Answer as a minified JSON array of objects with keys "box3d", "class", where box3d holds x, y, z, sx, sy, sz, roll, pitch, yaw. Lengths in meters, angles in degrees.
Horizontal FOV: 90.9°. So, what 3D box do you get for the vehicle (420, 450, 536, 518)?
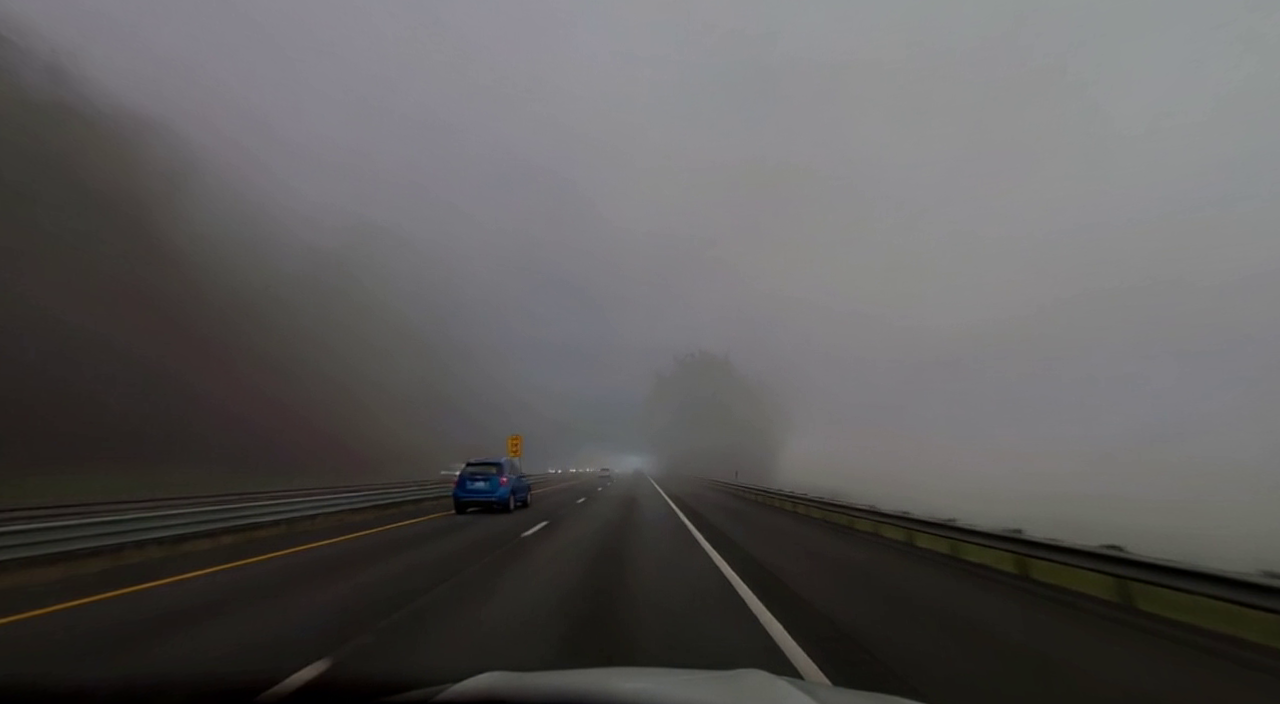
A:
[{"box3d":[-4.321,3.632,17.623,2.042,1.629,4.276,1,-10,1],"class":"vehicle"}]
